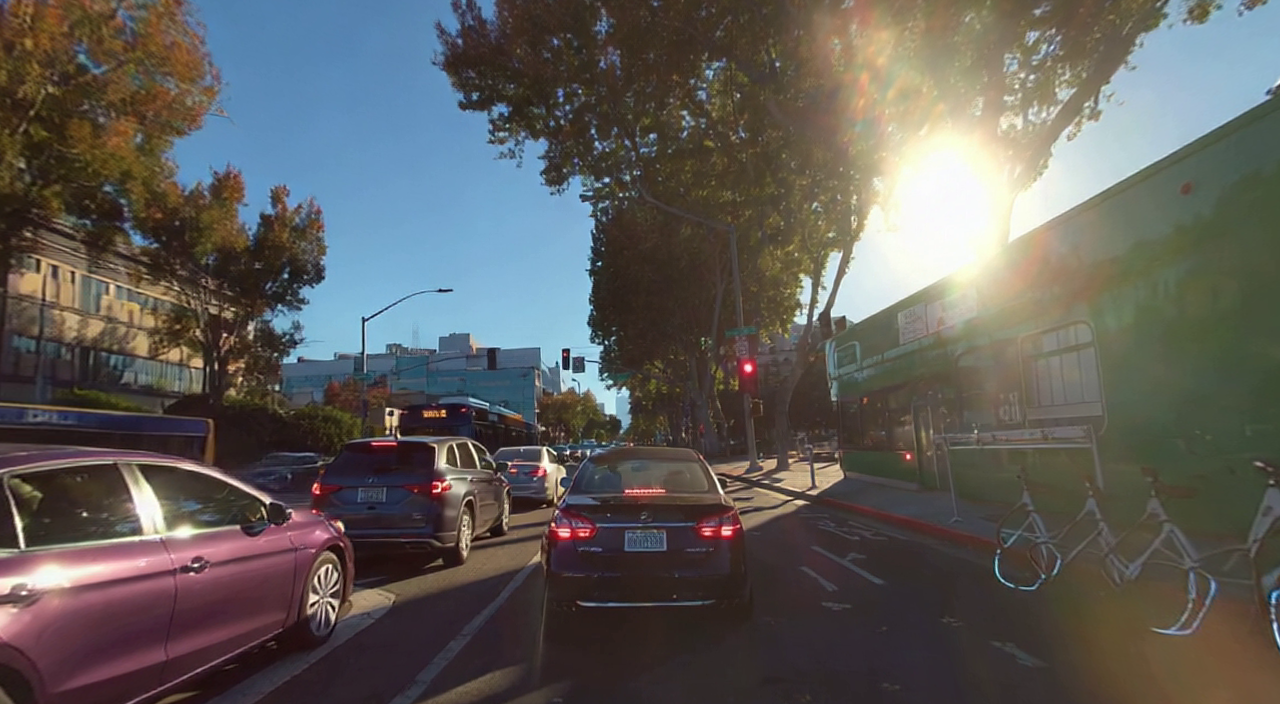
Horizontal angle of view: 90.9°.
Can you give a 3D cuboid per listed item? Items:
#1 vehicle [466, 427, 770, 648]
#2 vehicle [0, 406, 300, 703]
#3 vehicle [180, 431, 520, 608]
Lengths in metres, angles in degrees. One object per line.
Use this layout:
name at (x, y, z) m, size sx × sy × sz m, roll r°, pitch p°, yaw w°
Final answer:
vehicle at (-0.134, 1.525, 6.170) m, size 2.031 × 1.461 × 3.763 m, roll 0°, pitch -8°, yaw 0°
vehicle at (-3.167, 0.869, 1.726) m, size 1.867 × 1.486 × 4.452 m, roll 0°, pitch -8°, yaw 2°
vehicle at (-2.905, 1.754, 7.633) m, size 1.944 × 1.481 × 4.385 m, roll 0°, pitch -8°, yaw 1°
